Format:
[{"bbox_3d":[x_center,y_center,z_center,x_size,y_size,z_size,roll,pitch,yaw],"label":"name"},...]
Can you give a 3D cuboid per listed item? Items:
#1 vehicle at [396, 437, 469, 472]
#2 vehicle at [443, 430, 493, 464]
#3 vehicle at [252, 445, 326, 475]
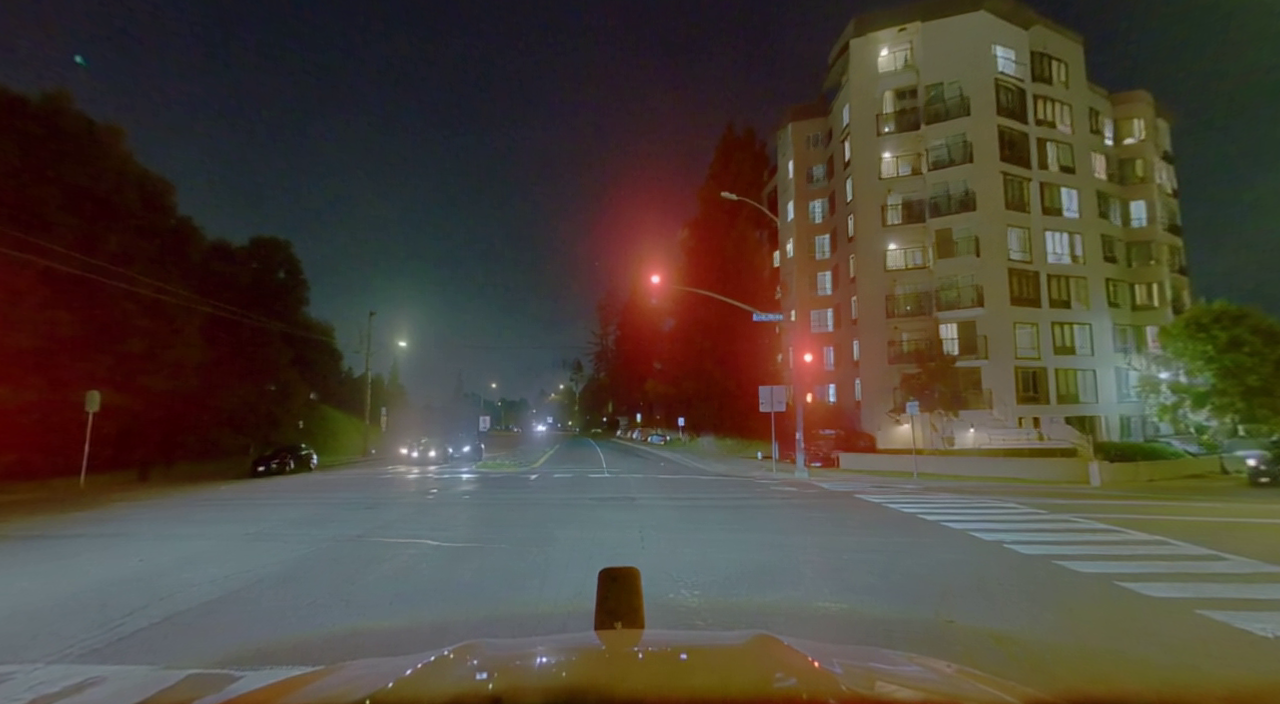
[{"bbox_3d":[-9.660,4.802,29.799,2.116,1.521,4.294,0,-9,-2],"label":"vehicle"},{"bbox_3d":[-9.768,5.456,36.188,1.910,1.818,4.057,0,-9,-3],"label":"vehicle"},{"bbox_3d":[-21.049,6.471,38.107,1.981,1.628,4.336,0,-9,-1],"label":"vehicle"}]
